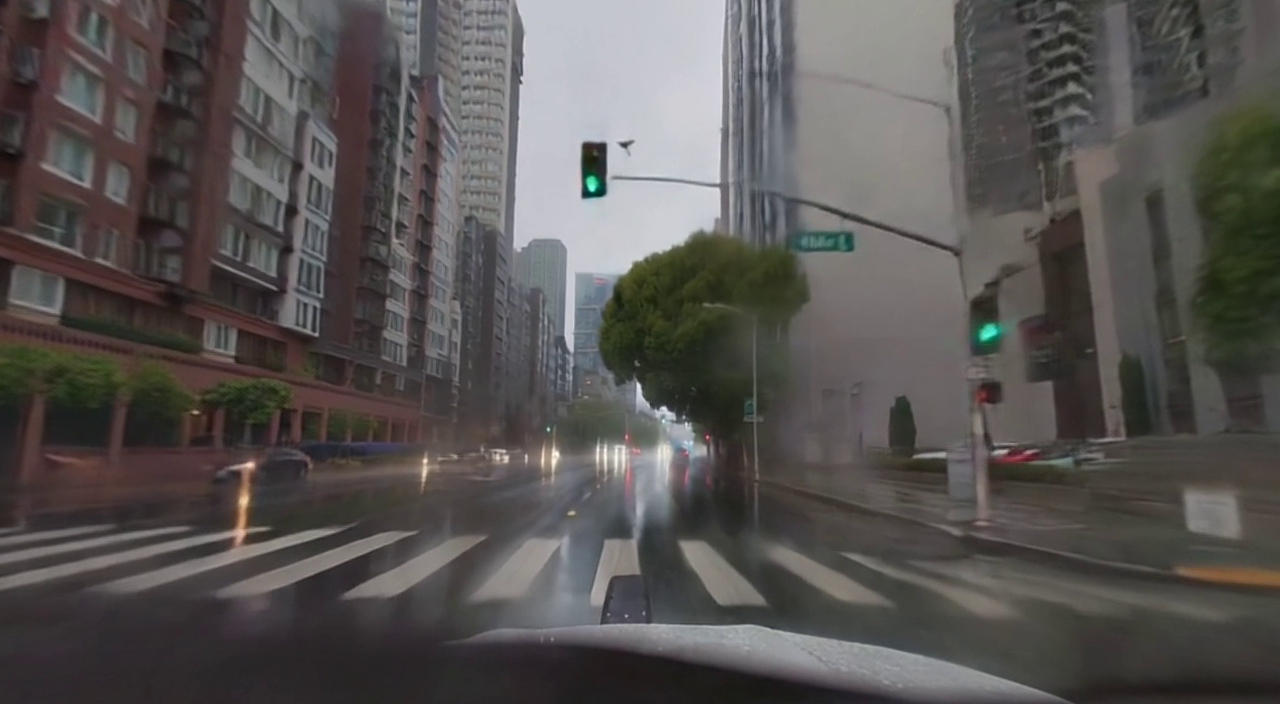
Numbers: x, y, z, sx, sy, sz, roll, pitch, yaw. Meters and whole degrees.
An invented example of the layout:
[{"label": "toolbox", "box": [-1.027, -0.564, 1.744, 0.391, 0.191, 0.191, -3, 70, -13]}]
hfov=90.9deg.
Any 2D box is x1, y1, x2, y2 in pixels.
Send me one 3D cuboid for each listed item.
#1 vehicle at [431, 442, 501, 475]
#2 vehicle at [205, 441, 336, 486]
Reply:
[{"label": "vehicle", "box": [-8.644, 5.334, 31.816, 1.939, 1.482, 4.673, 0, -9, 4]}, {"label": "vehicle", "box": [-13.335, 4.035, 23.107, 1.965, 1.474, 4.376, 0, -9, 3]}]
